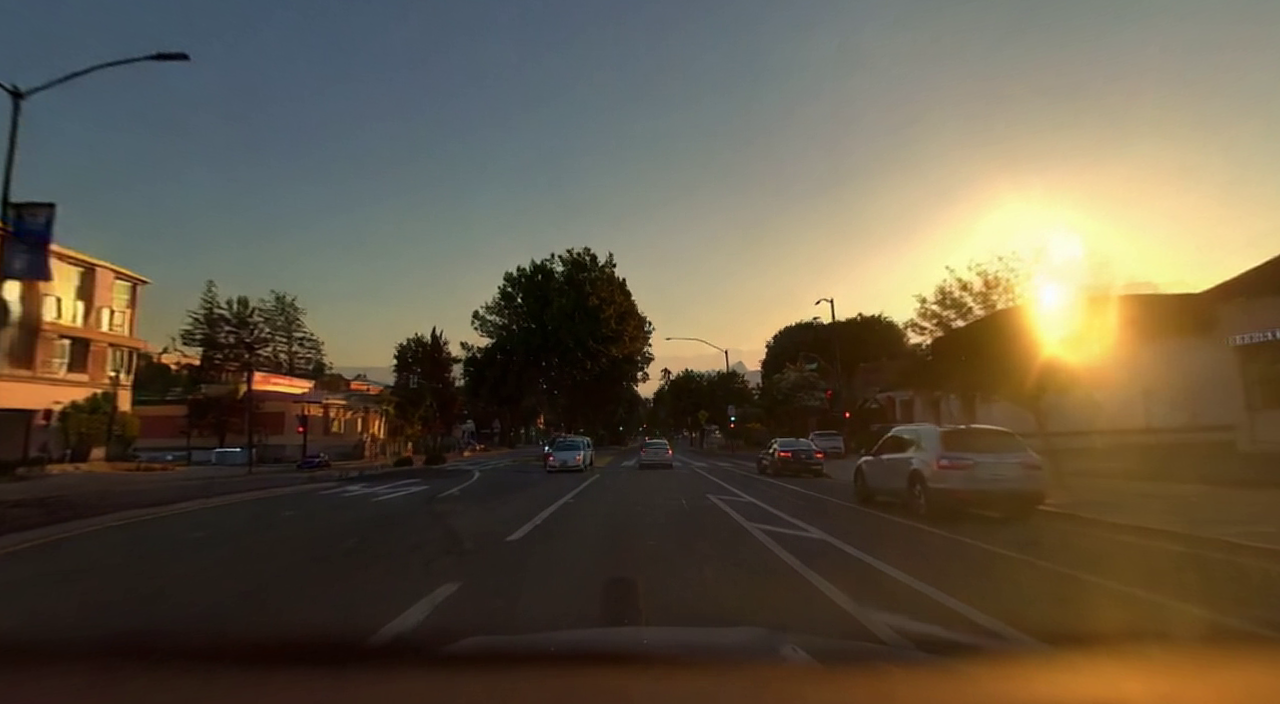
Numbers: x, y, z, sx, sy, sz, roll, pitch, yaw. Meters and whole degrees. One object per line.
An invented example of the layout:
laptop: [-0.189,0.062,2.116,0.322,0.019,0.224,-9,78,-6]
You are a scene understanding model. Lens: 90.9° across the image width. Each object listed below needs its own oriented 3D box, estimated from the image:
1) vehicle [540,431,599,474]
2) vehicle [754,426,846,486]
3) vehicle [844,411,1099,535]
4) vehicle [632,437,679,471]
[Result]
vehicle: [-3.108,4.548,28.766,2.150,1.779,4.423,0,-8,1]
vehicle: [5.776,3.767,23.490,2.112,1.966,4.642,-1,-7,-1]
vehicle: [5.607,2.056,11.626,2.069,1.776,4.797,0,-7,0]
vehicle: [0.675,4.840,30.065,2.075,1.480,3.920,0,-8,-1]
